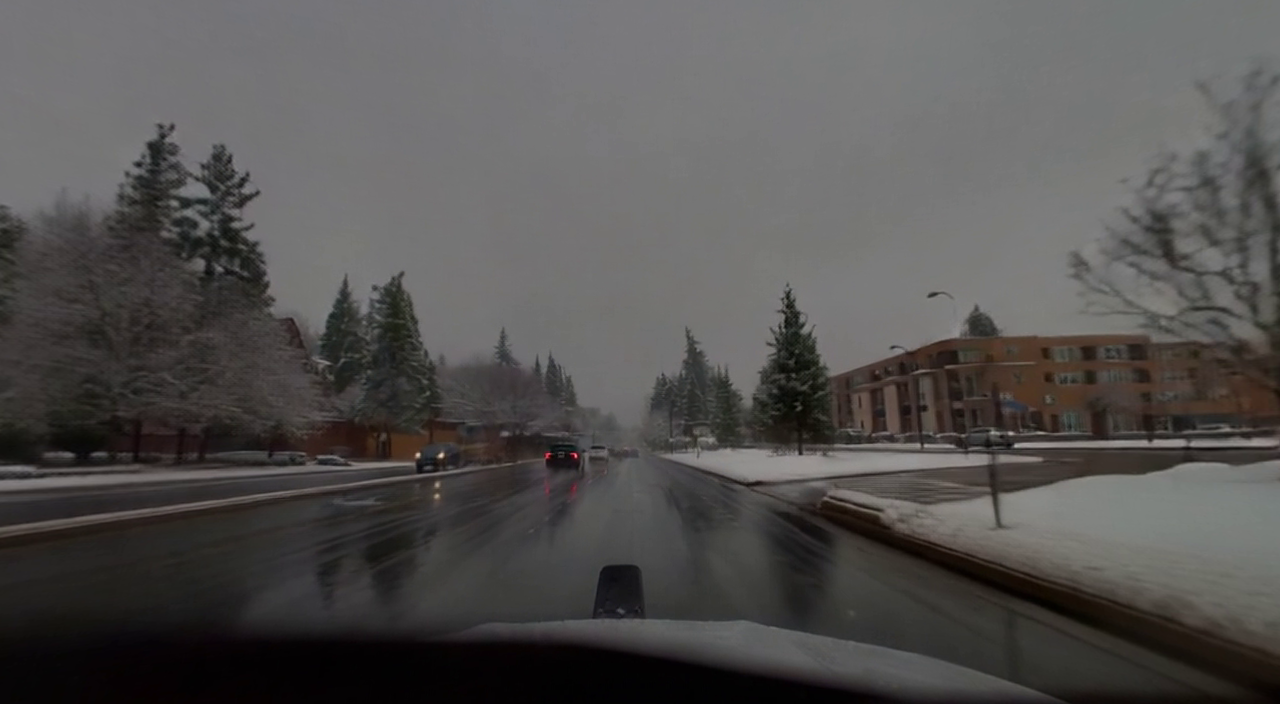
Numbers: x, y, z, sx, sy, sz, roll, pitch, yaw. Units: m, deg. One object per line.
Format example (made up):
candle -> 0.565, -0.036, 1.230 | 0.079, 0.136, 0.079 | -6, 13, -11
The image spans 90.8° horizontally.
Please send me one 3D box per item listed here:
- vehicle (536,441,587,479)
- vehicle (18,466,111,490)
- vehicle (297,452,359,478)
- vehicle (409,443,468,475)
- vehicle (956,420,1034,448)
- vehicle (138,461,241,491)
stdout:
vehicle -> -3.814, 5.349, 31.561 | 1.959, 1.741, 4.141 | 0, -9, 1
vehicle -> -36.984, 8.092, 40.636 | 4.257, 1.446, 1.817 | -1, -8, 2
vehicle -> -23.085, 8.358, 46.951 | 2.059, 1.783, 4.824 | -1, -9, 1
vehicle -> -12.208, 6.501, 38.578 | 2.071, 1.817, 4.634 | 0, -9, 0
vehicle -> 25.152, 5.903, 45.060 | 2.195, 1.814, 5.872 | 0, -8, 0
vehicle -> -26.171, 7.186, 36.871 | 1.812, 1.507, 4.428 | -5, -10, 29
